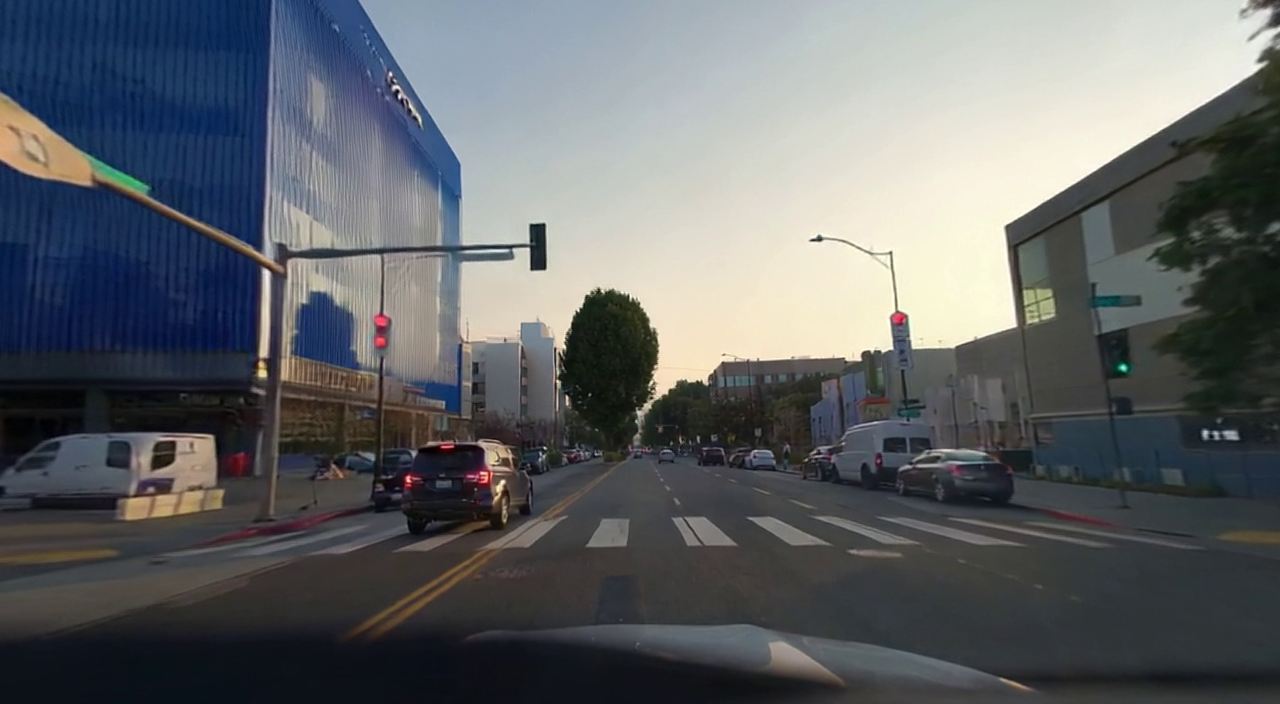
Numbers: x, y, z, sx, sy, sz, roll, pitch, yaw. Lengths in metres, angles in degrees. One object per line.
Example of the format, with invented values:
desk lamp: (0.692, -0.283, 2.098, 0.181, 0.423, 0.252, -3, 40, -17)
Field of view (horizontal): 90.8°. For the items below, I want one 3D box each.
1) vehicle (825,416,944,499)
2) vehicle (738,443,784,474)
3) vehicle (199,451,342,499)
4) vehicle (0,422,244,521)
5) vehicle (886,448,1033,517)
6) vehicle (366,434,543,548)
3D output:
vehicle: (9.055, 3.969, 24.167, 2.285, 2.778, 5.847, 0, -8, 2)
vehicle: (8.986, 7.912, 47.283, 2.249, 2.117, 5.743, 0, -8, 0)
vehicle: (-13.685, 4.559, 23.594, 4.033, 1.533, 1.895, 2, -9, 0)
vehicle: (-13.595, 2.992, 16.184, 5.188, 2.293, 2.381, 0, -8, -1)
vehicle: (8.808, 3.573, 17.910, 1.854, 1.663, 4.300, 0, -8, 0)
vehicle: (-3.256, 2.507, 12.151, 2.002, 1.756, 4.366, 0, -8, 1)
